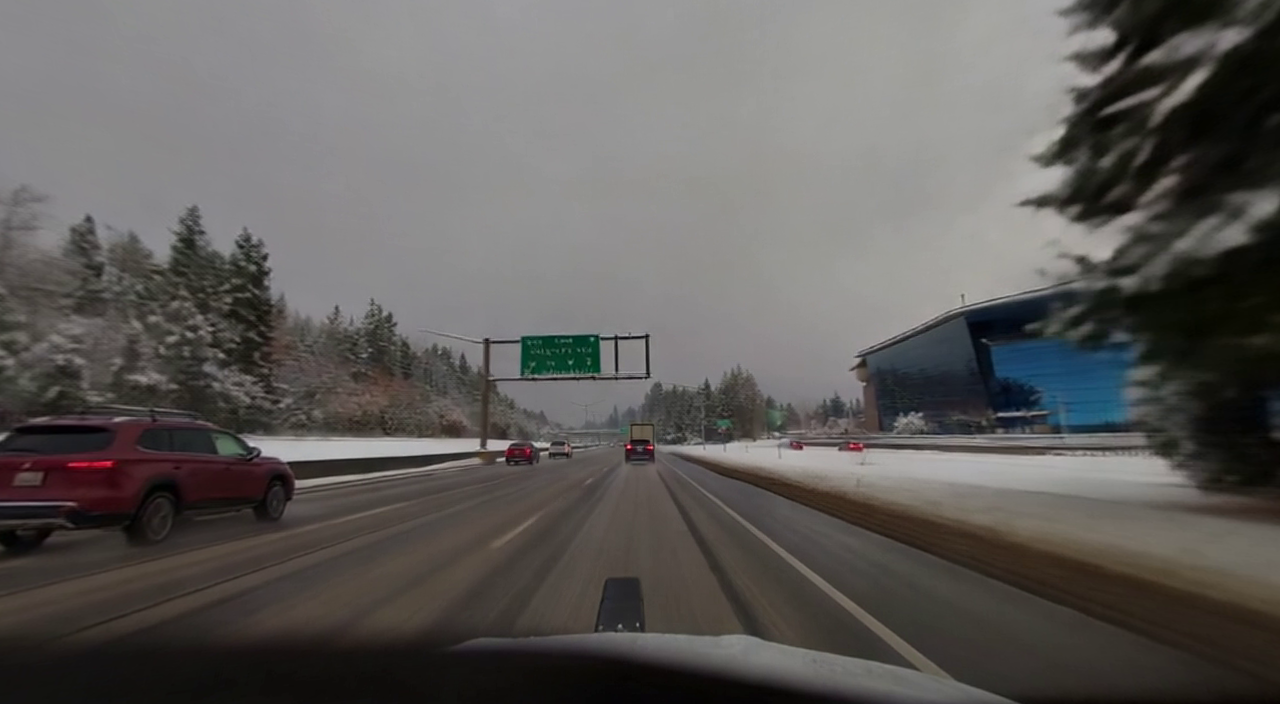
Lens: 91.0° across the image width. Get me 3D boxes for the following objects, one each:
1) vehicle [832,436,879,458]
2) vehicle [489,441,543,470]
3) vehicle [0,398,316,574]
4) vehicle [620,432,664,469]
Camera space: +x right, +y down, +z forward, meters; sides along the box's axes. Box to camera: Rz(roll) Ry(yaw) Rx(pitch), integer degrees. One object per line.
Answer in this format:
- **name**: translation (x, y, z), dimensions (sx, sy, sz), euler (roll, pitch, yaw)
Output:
- **vehicle**: translation (16.942, 7.509, 49.751), dimensions (2.019, 1.657, 4.582), euler (0, -9, -1)
- **vehicle**: translation (-6.885, 5.823, 35.501), dimensions (2.074, 1.495, 4.643), euler (0, -8, 0)
- **vehicle**: translation (-7.126, 1.779, 9.170), dimensions (2.146, 1.834, 4.999), euler (0, -8, 0)
- **vehicle**: translation (0.094, 5.388, 34.583), dimensions (2.245, 1.863, 4.801), euler (0, -8, 0)
